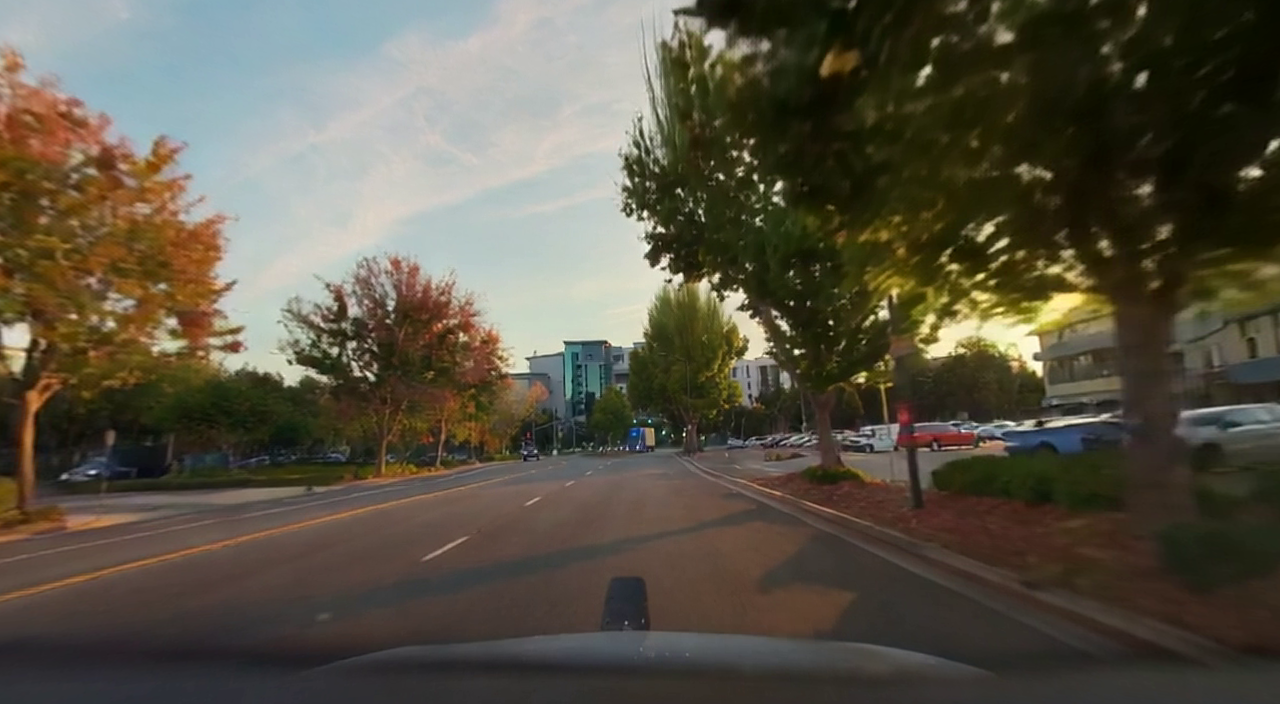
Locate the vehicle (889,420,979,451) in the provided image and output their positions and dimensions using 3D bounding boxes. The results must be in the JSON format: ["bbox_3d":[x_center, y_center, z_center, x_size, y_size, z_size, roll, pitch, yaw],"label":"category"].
[{"bbox_3d":[17.899,5.081,38.456,4.653,1.782,2.042,2,-9,-15],"label":"vehicle"}]

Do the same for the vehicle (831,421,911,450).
[{"bbox_3d":[17.004,6.182,46.469,5.051,2.038,2.142,1,-8,-9],"label":"vehicle"}]

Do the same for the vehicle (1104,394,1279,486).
[{"bbox_3d":[13.245,1.921,13.902,4.341,1.820,2.027,-1,-8,-2],"label":"vehicle"}]
